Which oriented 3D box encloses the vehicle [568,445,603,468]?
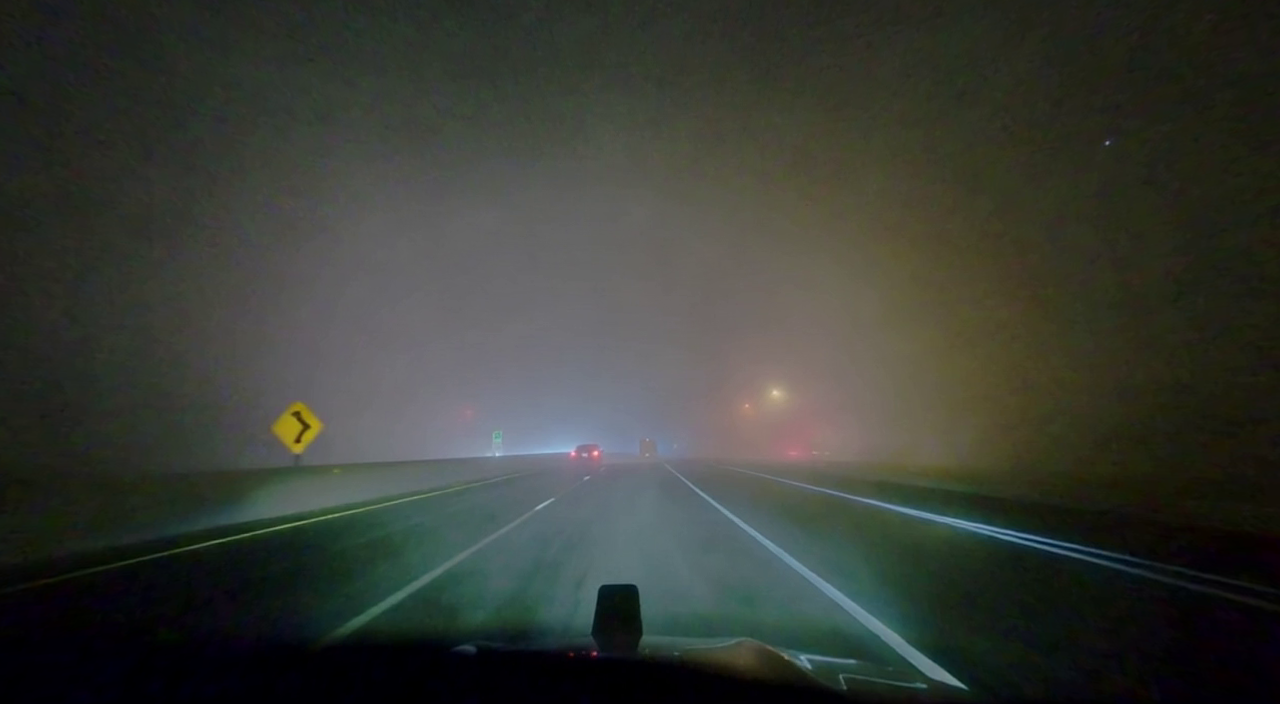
[{"bbox_3d":[-3.770,7.308,44.224,2.001,1.521,3.900,0,-9,1],"label":"vehicle"}]
